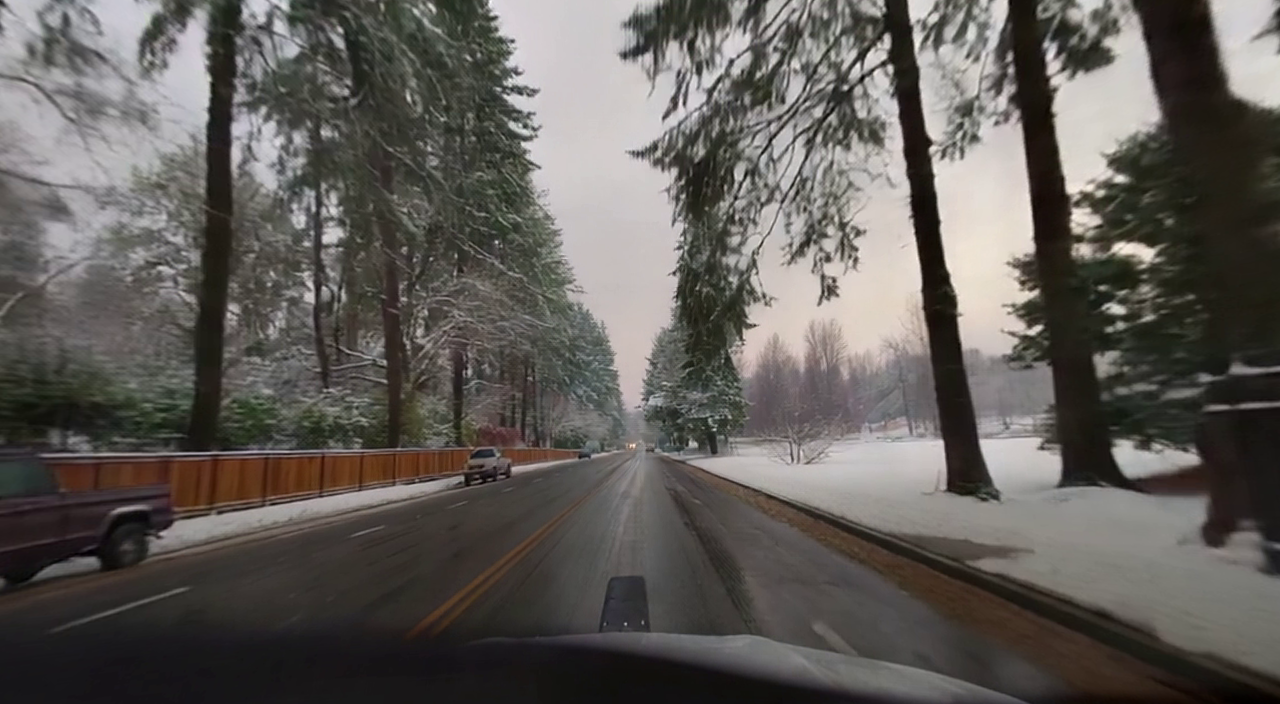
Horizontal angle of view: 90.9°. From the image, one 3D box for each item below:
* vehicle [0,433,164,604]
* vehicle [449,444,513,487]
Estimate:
[{"bbox_3d":[-7.529,1.715,6.246,1.999,1.714,4.517,-3,-8,2],"label":"vehicle"},{"bbox_3d":[-7.625,5.434,30.602,1.945,1.760,4.021,-3,-8,2],"label":"vehicle"}]
